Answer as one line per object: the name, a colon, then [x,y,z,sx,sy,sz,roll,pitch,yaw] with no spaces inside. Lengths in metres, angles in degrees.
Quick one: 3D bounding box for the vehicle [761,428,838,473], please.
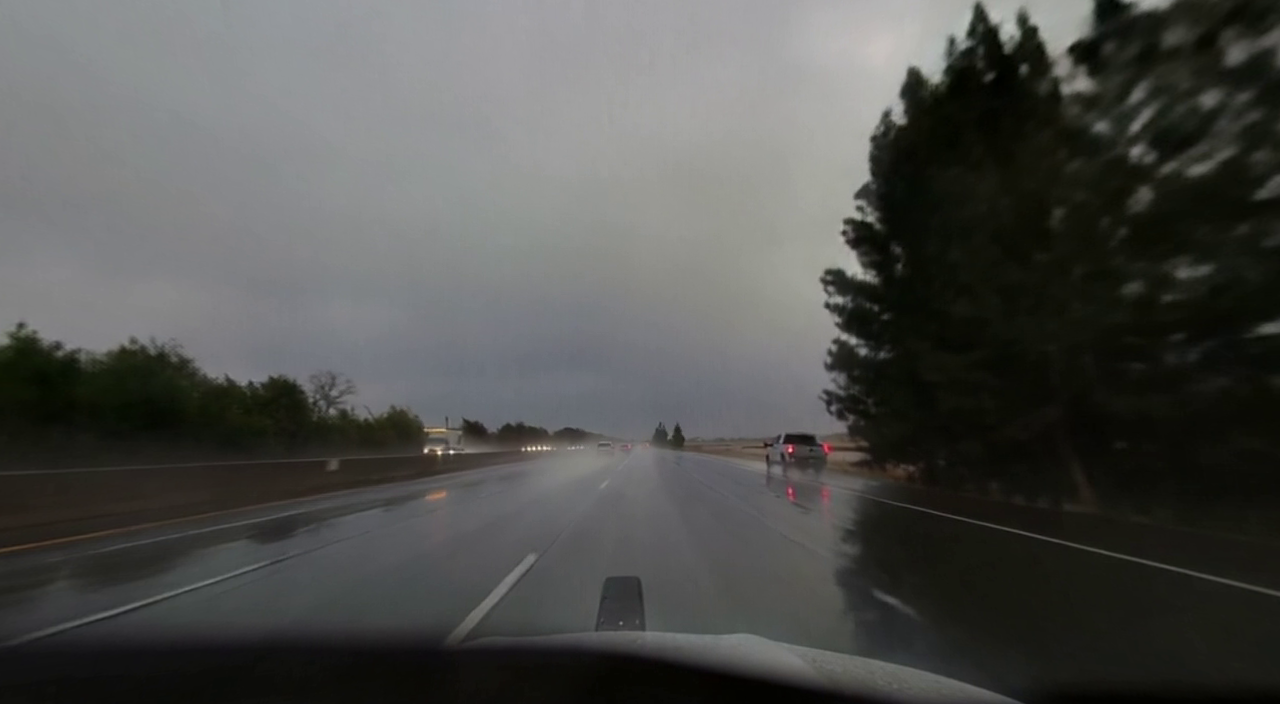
vehicle: [8.226,5.170,33.265,2.440,2.132,6.219,0,-9,0]
